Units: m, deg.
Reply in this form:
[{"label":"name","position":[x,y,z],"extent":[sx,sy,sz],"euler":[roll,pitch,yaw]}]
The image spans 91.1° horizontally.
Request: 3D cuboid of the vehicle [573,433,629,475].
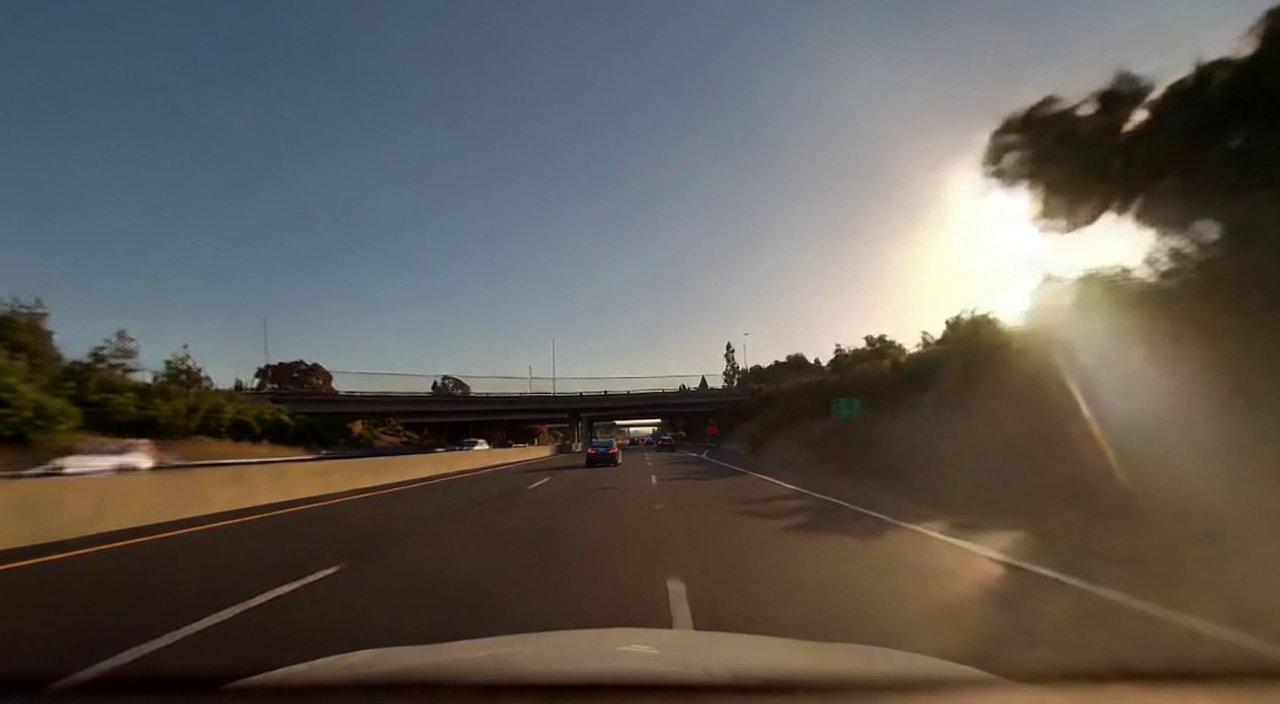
[{"label":"vehicle","position":[-1.523,4.197,26.298],"extent":[2.039,1.589,4.324],"euler":[0,-8,1]}]
